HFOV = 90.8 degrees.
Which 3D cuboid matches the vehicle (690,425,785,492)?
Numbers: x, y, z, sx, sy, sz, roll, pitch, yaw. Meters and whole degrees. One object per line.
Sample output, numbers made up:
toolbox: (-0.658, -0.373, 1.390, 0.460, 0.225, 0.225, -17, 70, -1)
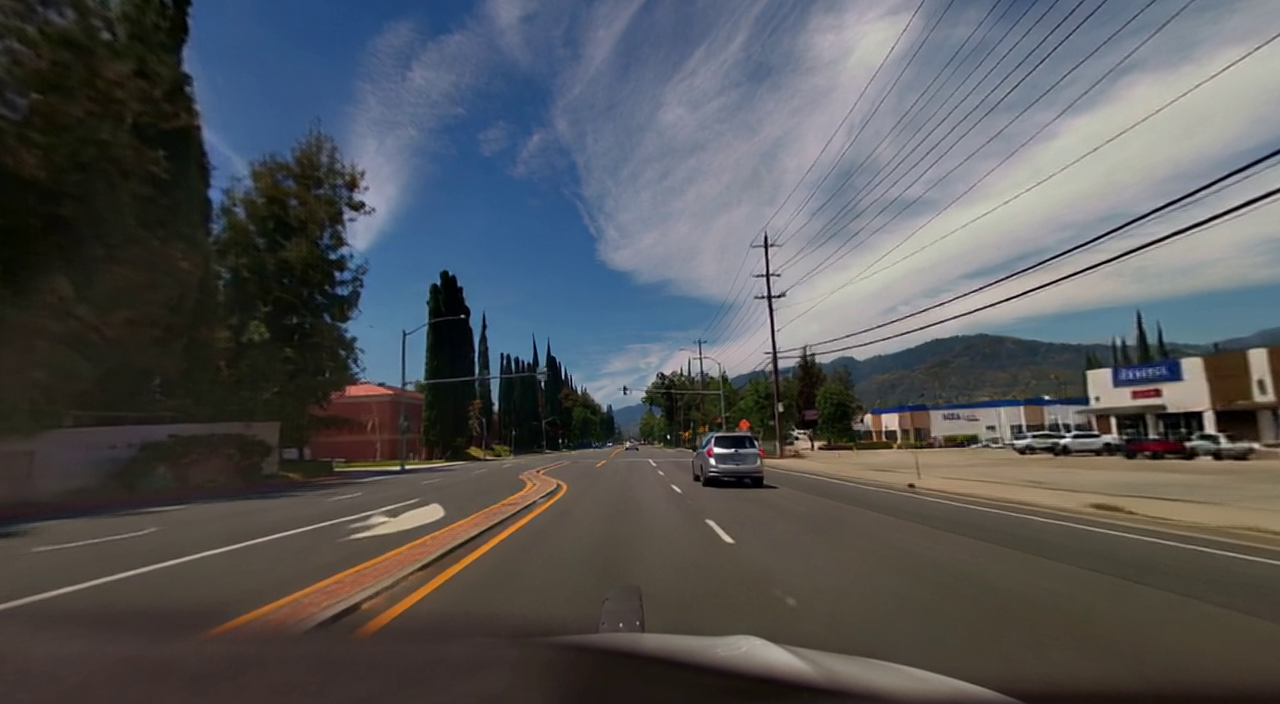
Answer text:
vehicle: (2.860, 3.267, 19.706, 2.060, 1.820, 4.713, 0, -9, -2)
